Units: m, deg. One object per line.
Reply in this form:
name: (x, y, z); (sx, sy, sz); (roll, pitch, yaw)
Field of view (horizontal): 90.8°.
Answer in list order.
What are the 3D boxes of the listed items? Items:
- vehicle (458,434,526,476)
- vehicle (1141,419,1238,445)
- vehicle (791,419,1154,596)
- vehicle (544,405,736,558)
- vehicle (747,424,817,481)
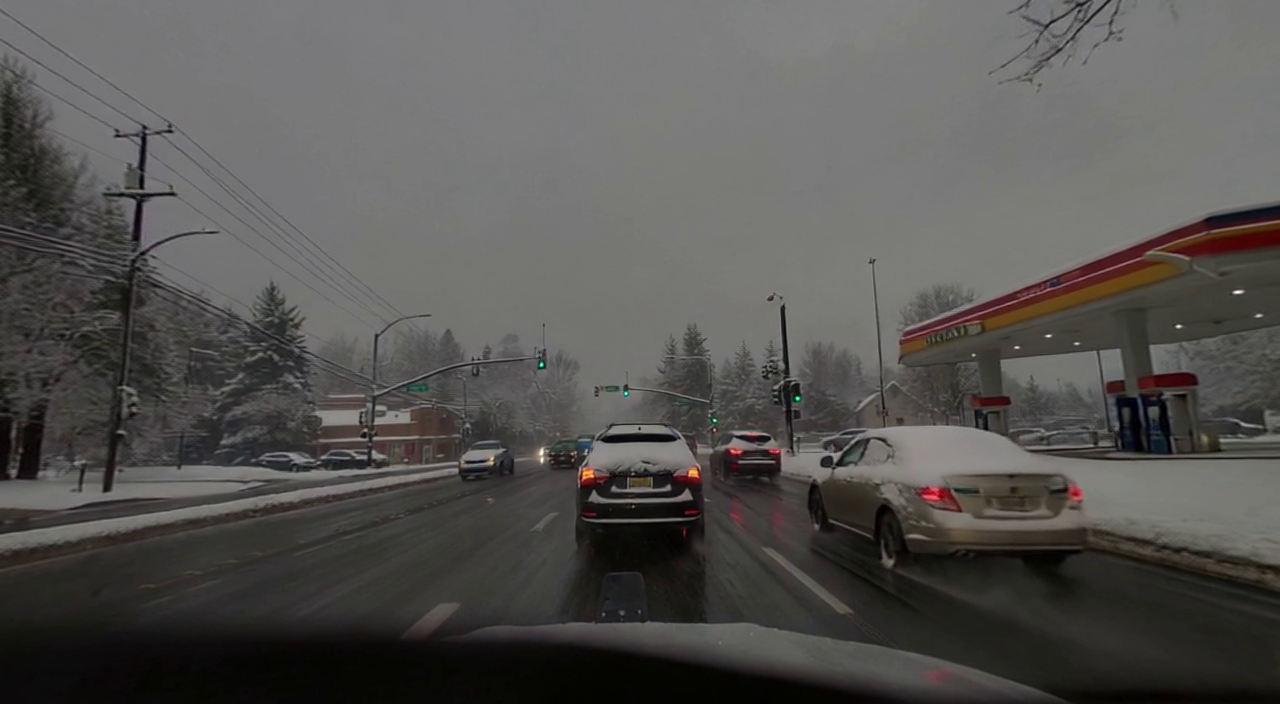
vehicle: (-6.421, 4.534, 27.969); (1.994, 1.695, 4.471); (0, -8, -1)
vehicle: (39.747, 5.846, 45.812); (4.834, 1.808, 2.006); (-2, -8, 10)
vehicle: (3.347, 1.632, 7.575); (1.904, 1.472, 4.358); (0, -8, -1)
vehicle: (-0.061, 1.746, 9.158); (2.164, 1.718, 3.881); (0, -8, -2)
vehicle: (4.980, 3.584, 22.770); (2.116, 1.791, 5.006); (-1, -8, 9)
